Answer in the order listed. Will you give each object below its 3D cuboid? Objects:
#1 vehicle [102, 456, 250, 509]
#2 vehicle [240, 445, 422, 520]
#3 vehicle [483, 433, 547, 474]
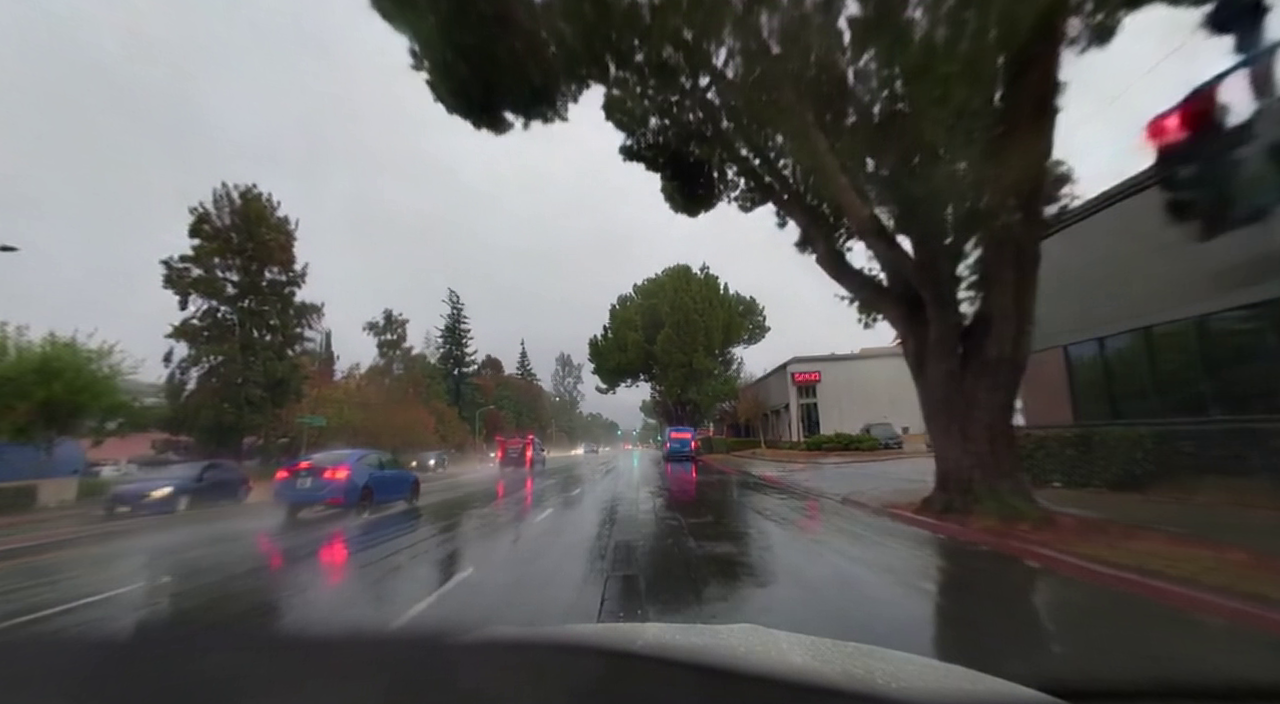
[{"bbox_3d":[-15.183,4.249,20.993,1.854,1.497,3.998,0,-9,0],"label":"vehicle"},{"bbox_3d":[-6.900,2.933,14.780,1.970,1.456,4.441,0,-9,1],"label":"vehicle"},{"bbox_3d":[-6.819,5.636,35.261,2.332,2.039,5.678,0,-9,1],"label":"vehicle"}]
